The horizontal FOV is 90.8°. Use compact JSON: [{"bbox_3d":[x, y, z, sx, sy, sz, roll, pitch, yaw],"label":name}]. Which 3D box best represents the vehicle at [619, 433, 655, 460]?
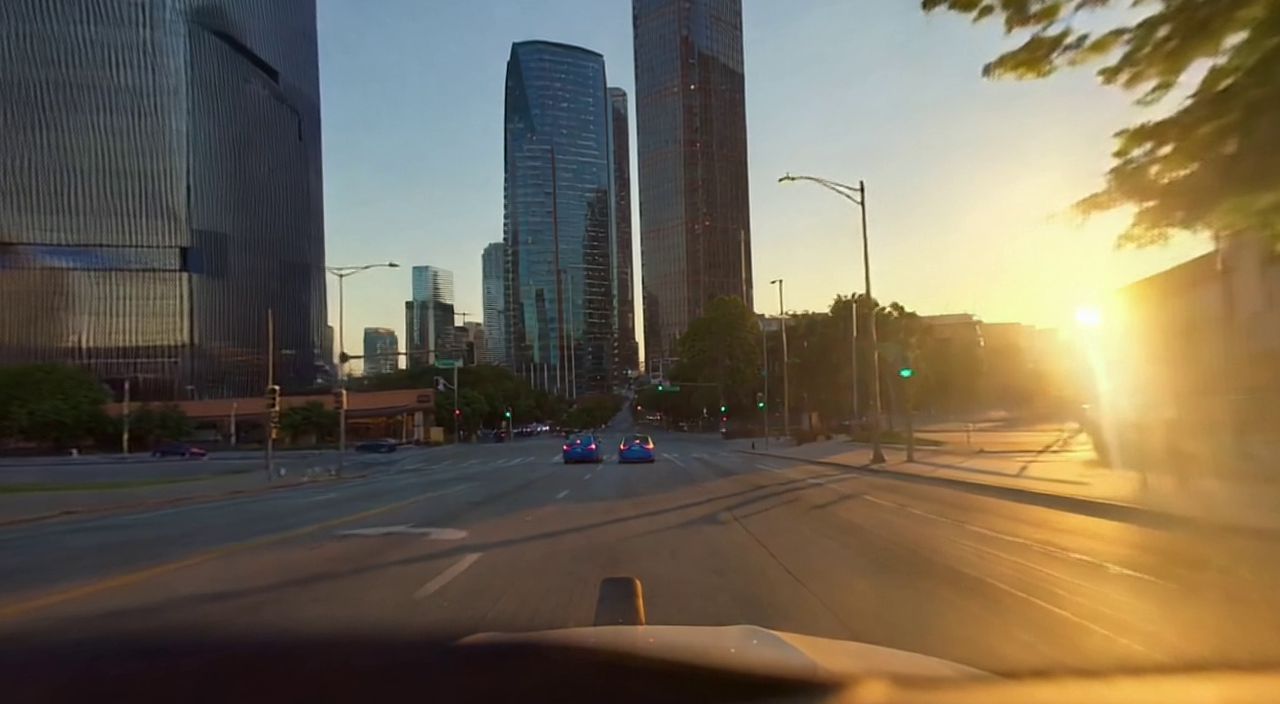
[{"bbox_3d":[-0.169,5.653,37.880,2.016,1.478,3.795,0,-8,0],"label":"vehicle"}]

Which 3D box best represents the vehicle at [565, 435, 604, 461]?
[{"bbox_3d":[-3.374,5.890,38.922,1.995,1.479,4.627,0,-8,0],"label":"vehicle"}]
